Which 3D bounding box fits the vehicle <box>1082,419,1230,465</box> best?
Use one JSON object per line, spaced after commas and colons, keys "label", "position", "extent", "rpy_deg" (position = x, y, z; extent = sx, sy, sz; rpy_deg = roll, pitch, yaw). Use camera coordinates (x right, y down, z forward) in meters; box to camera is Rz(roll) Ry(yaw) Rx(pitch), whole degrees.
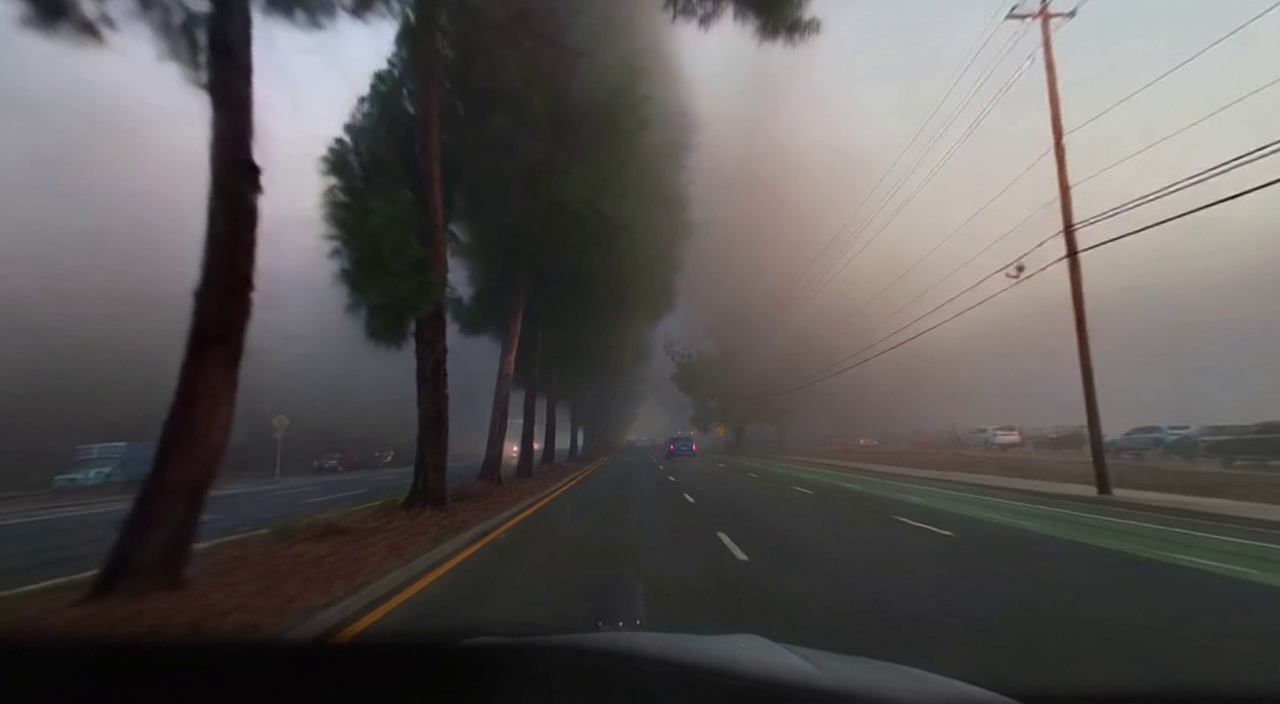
{"label": "vehicle", "position": [20.311, 3.600, 25.213], "extent": [1.896, 1.656, 4.653], "rpy_deg": [0, -8, -1]}

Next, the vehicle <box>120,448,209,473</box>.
{"label": "vehicle", "position": [-34.572, 7.867, 46.043], "extent": [4.598, 1.717, 2.289], "rpy_deg": [0, -8, -1]}

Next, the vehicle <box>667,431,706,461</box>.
{"label": "vehicle", "position": [2.970, 6.116, 40.989], "extent": [2.086, 1.803, 4.607], "rpy_deg": [0, -8, -1]}

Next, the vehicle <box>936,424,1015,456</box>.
{"label": "vehicle", "position": [19.964, 5.272, 37.839], "extent": [1.941, 1.784, 4.967], "rpy_deg": [0, -8, -1]}

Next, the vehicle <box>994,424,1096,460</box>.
{"label": "vehicle", "position": [20.169, 4.535, 31.763], "extent": [2.021, 1.640, 4.620], "rpy_deg": [0, -8, -1]}

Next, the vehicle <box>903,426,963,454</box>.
{"label": "vehicle", "position": [19.985, 6.055, 43.278], "extent": [1.939, 1.753, 4.469], "rpy_deg": [0, -8, 0]}
